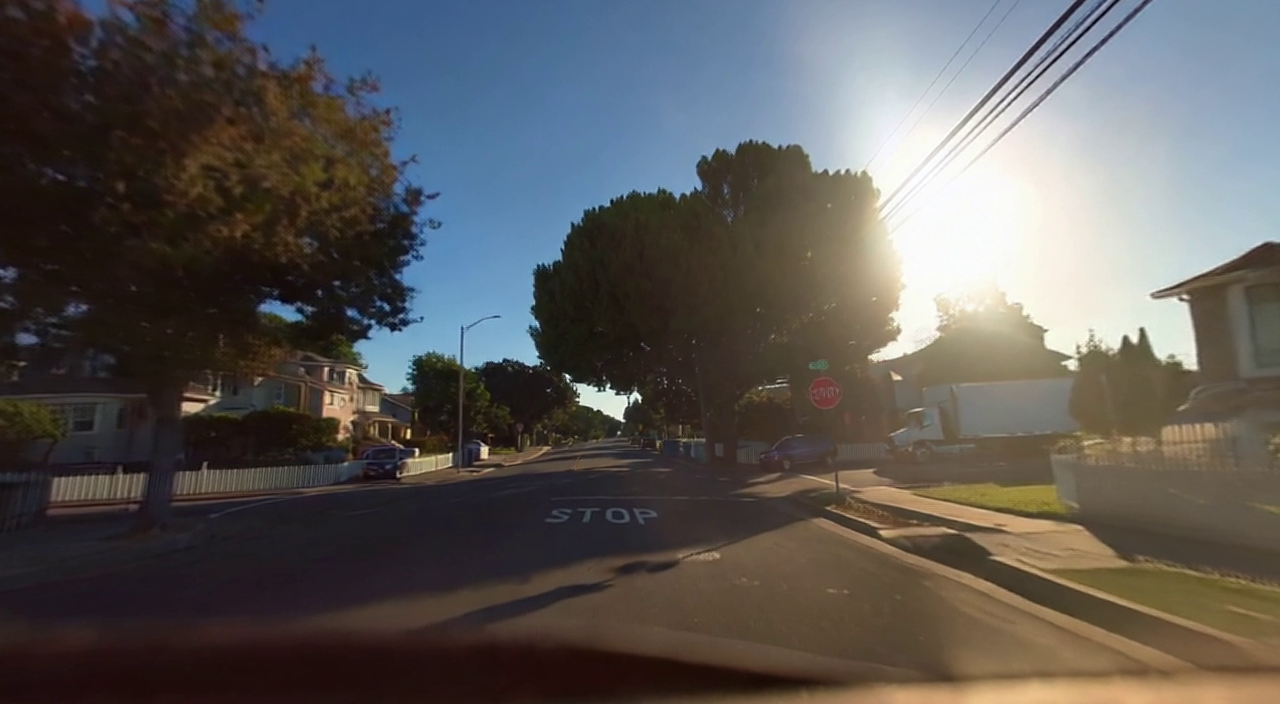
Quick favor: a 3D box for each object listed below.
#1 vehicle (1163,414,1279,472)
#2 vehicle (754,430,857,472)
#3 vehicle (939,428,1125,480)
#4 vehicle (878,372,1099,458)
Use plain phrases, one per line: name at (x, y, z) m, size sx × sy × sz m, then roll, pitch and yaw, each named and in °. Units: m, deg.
vehicle at (19.263, 2.867, 19.765) m, size 3.982 × 1.661 × 2.106 m, roll 2°, pitch -9°, yaw -5°
vehicle at (7.133, 4.326, 27.644) m, size 3.867 × 1.710 × 2.107 m, roll 0°, pitch -9°, yaw -1°
vehicle at (12.011, 3.132, 19.566) m, size 4.488 × 1.507 × 1.954 m, roll 0°, pitch -8°, yaw -3°
vehicle at (14.942, 2.798, 27.609) m, size 7.759 × 3.523 × 2.930 m, roll 0°, pitch -9°, yaw 0°
